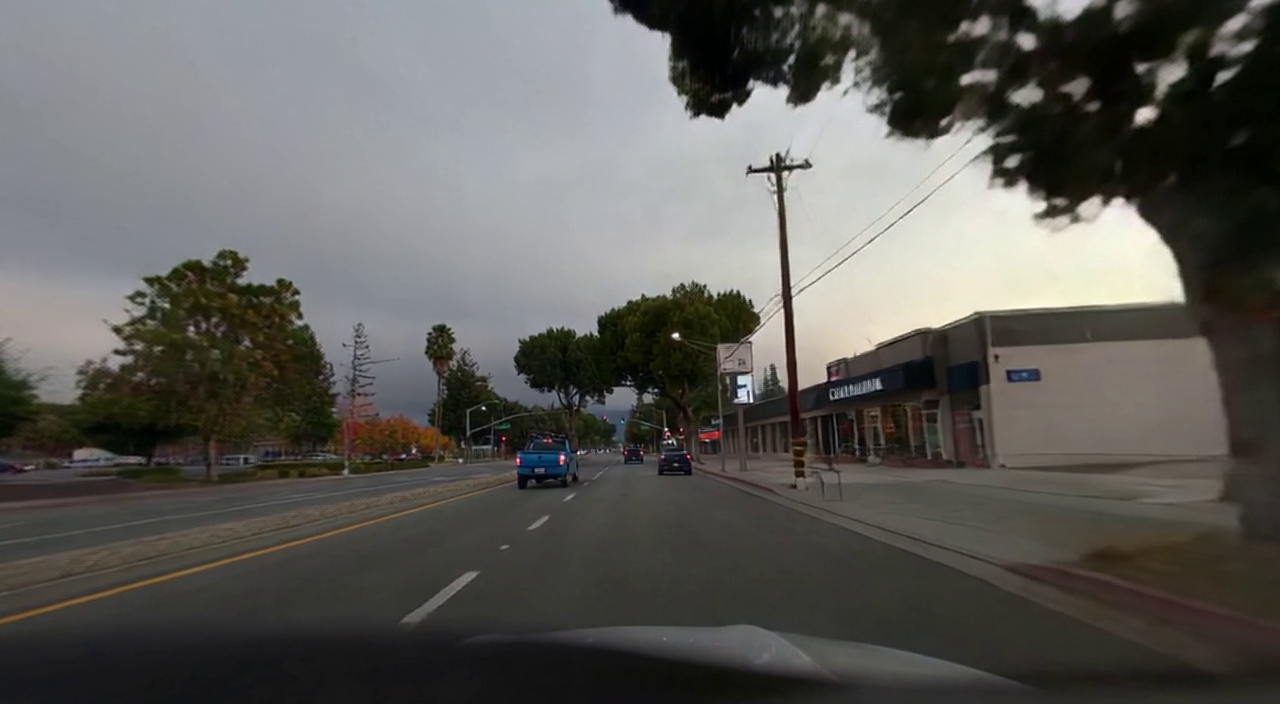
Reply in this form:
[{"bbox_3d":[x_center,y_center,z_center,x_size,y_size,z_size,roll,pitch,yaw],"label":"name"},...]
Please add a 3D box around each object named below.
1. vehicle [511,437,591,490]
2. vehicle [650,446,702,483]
[{"bbox_3d":[-3.294,4.270,24.485,2.464,1.777,5.128,0,-9,-1],"label":"vehicle"},{"bbox_3d":[1.518,5.044,28.560,2.103,1.487,4.101,0,-9,0],"label":"vehicle"}]
